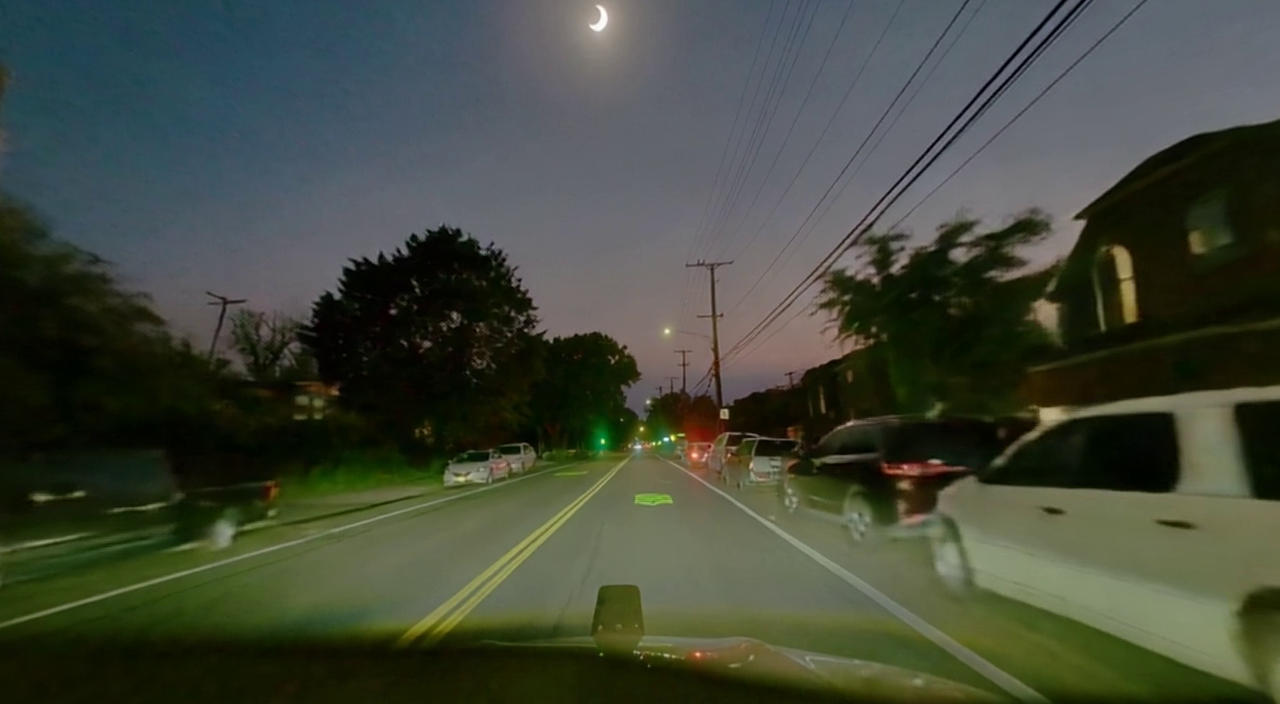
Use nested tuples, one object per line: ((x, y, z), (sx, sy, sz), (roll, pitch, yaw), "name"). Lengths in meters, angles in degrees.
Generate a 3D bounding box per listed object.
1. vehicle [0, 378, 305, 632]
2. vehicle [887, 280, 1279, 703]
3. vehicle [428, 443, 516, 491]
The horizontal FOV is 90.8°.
((-6.518, 1.592, 7.584), (2.270, 2.098, 5.130), (-1, -7, -1), "vehicle")
((3.449, 0.852, 3.345), (2.065, 1.953, 5.359), (0, -8, 0), "vehicle")
((-6.502, 4.447, 24.985), (2.084, 1.573, 4.599), (-2, -7, 2), "vehicle")
